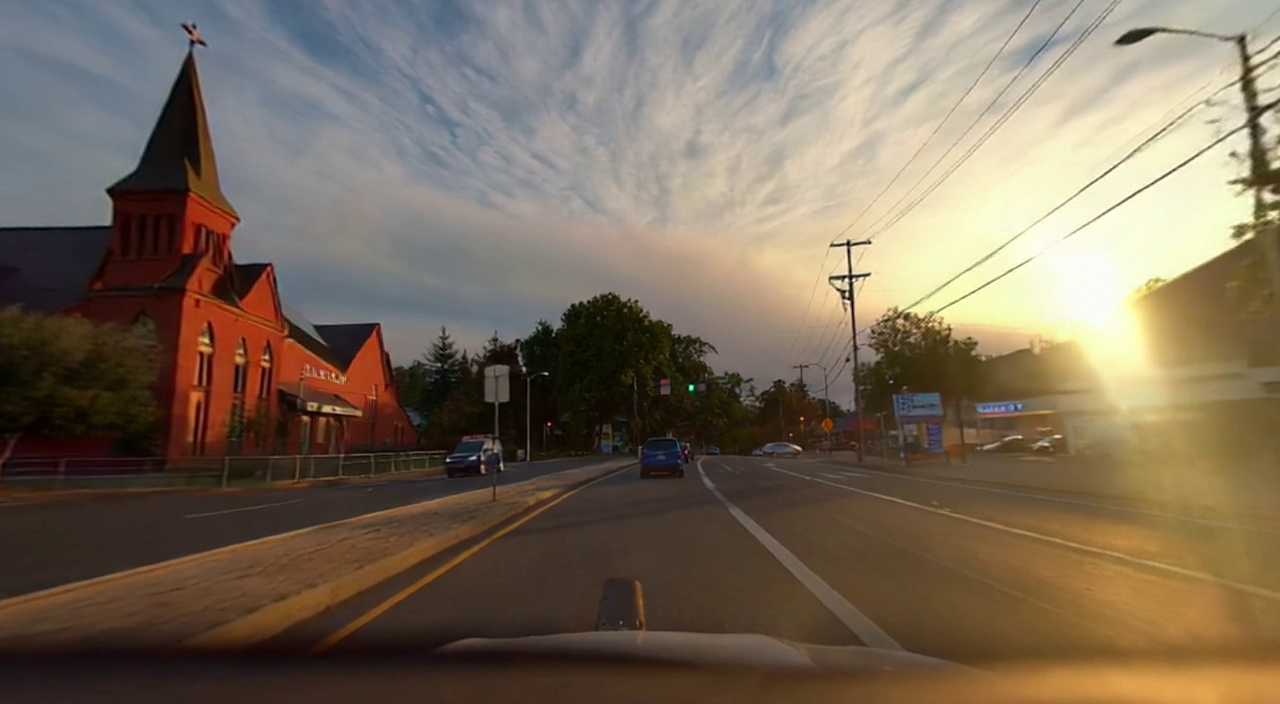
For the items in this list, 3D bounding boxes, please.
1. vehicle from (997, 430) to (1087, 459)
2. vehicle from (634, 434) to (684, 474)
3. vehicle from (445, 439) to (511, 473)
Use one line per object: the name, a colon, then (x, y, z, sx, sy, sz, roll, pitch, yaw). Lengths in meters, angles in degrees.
vehicle: (25.880, 5.968, 40.768, 4.510, 1.733, 2.066, 0, -8, -9)
vehicle: (0.876, 4.498, 28.119, 2.032, 1.621, 4.082, -1, -8, 3)
vehicle: (-9.529, 6.141, 37.610, 2.159, 1.850, 4.944, -2, -8, 6)
